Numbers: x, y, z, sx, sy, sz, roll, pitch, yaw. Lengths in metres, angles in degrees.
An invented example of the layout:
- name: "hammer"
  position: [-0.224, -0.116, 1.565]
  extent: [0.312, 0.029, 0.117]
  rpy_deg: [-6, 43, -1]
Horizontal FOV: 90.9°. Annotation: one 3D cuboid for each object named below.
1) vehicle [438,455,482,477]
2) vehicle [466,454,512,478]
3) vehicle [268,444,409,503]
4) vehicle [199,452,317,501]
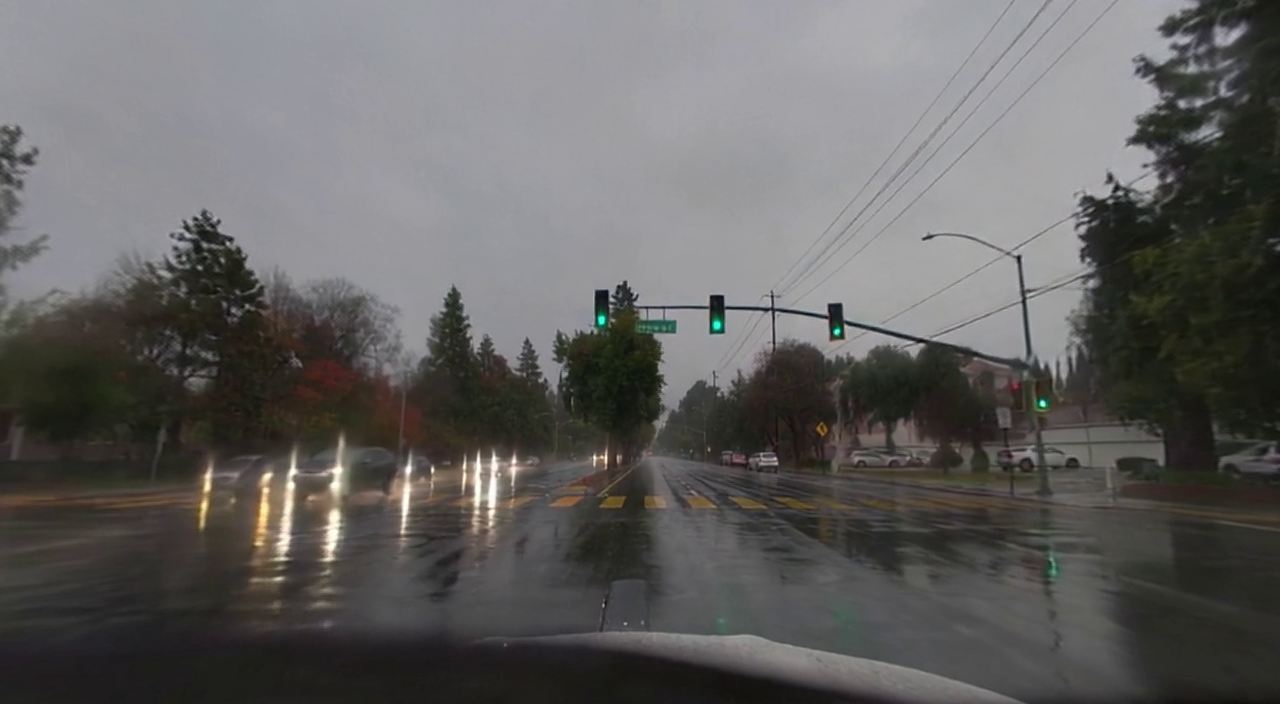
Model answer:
- name: "vehicle"
  position: [-13.556, 8.610, 47.707]
  extent: [1.902, 1.470, 4.678]
  rpy_deg: [0, -8, 1]
- name: "vehicle"
  position: [-10.014, 7.571, 42.141]
  extent: [1.899, 1.464, 4.418]
  rpy_deg: [0, -8, 2]
- name: "vehicle"
  position: [-10.575, 4.254, 22.734]
  extent: [2.249, 1.825, 5.378]
  rpy_deg: [0, -8, 2]
- name: "vehicle"
  position: [-14.033, 4.564, 23.442]
  extent: [1.783, 1.592, 3.978]
  rpy_deg: [0, -8, 1]
